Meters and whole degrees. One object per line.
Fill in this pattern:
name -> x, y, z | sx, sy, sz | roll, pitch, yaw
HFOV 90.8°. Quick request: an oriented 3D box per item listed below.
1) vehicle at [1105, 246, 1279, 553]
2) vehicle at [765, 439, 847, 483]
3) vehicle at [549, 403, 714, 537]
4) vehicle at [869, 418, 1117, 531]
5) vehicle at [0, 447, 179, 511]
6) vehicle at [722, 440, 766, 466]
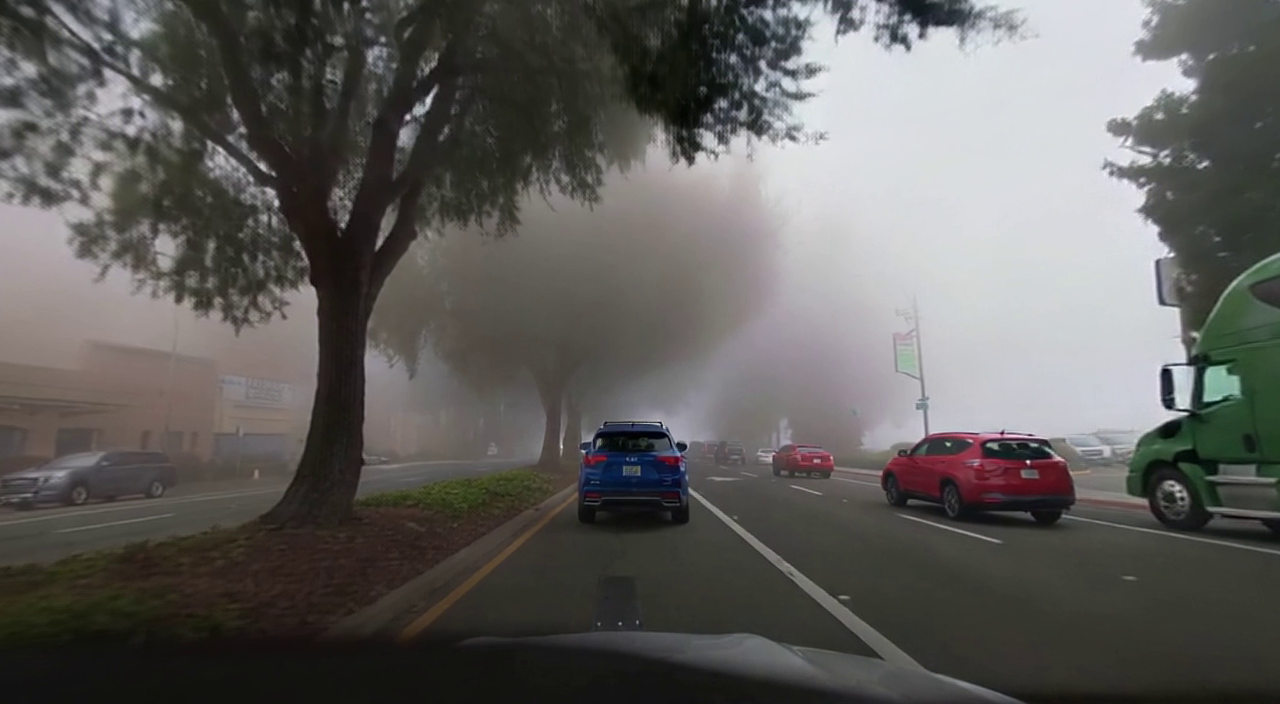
vehicle -> 9.991, 0.430, 7.066 | 3.030, 4.019, 8.420 | 0, -9, 0
vehicle -> 6.432, 4.273, 25.072 | 2.035, 1.553, 4.465 | 0, -9, 0
vehicle -> -0.145, 1.984, 11.123 | 2.320, 1.880, 4.192 | 0, -9, -1
vehicle -> 6.199, 2.205, 11.899 | 2.056, 1.703, 4.428 | 0, -9, -1
vehicle -> -19.273, 4.287, 22.056 | 2.302, 1.939, 5.221 | 0, -9, 1
vehicle -> 6.543, 6.382, 40.158 | 1.914, 1.523, 4.287 | 0, -9, -1
